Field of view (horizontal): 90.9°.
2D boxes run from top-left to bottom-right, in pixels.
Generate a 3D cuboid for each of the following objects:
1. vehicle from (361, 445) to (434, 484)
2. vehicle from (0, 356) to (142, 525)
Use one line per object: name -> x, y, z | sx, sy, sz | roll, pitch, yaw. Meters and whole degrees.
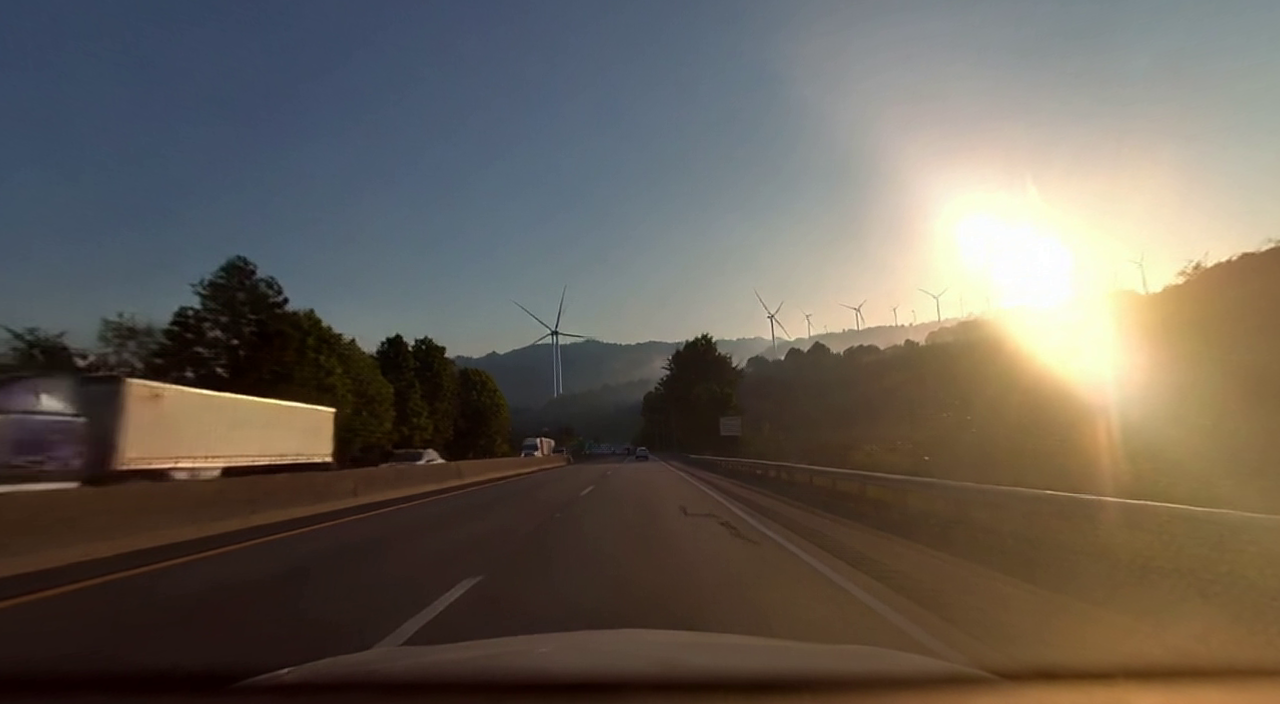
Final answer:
vehicle -> -12.117, 5.660, 31.820 | 1.925, 1.809, 4.234 | 0, -9, 0
vehicle -> -16.524, 2.234, 15.720 | 3.031, 3.931, 6.017 | 0, -9, 0
